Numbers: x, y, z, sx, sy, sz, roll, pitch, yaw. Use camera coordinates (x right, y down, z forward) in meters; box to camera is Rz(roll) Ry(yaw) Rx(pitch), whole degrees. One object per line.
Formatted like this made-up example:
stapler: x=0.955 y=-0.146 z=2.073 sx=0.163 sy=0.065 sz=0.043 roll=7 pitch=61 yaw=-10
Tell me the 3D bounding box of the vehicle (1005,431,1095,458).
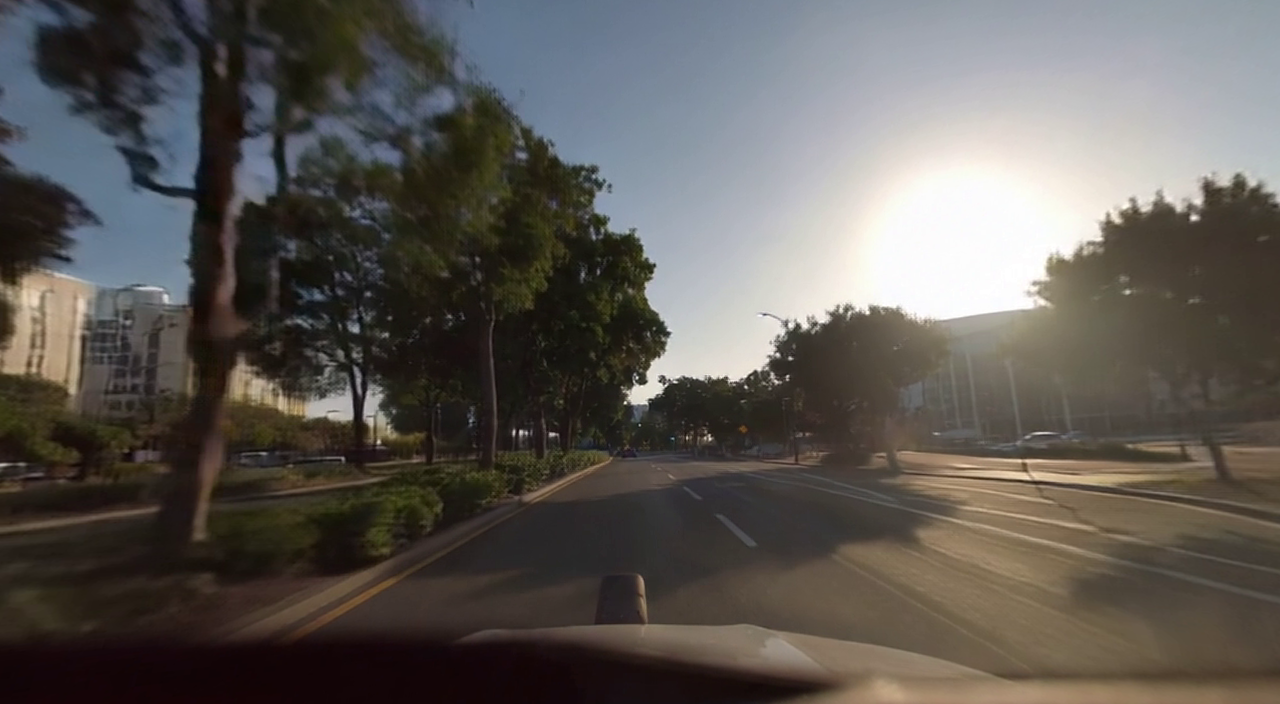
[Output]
vehicle: x=29.202 y=6.616 z=45.143 sx=4.924 sy=1.901 sz=2.095 roll=0 pitch=-9 yaw=0
